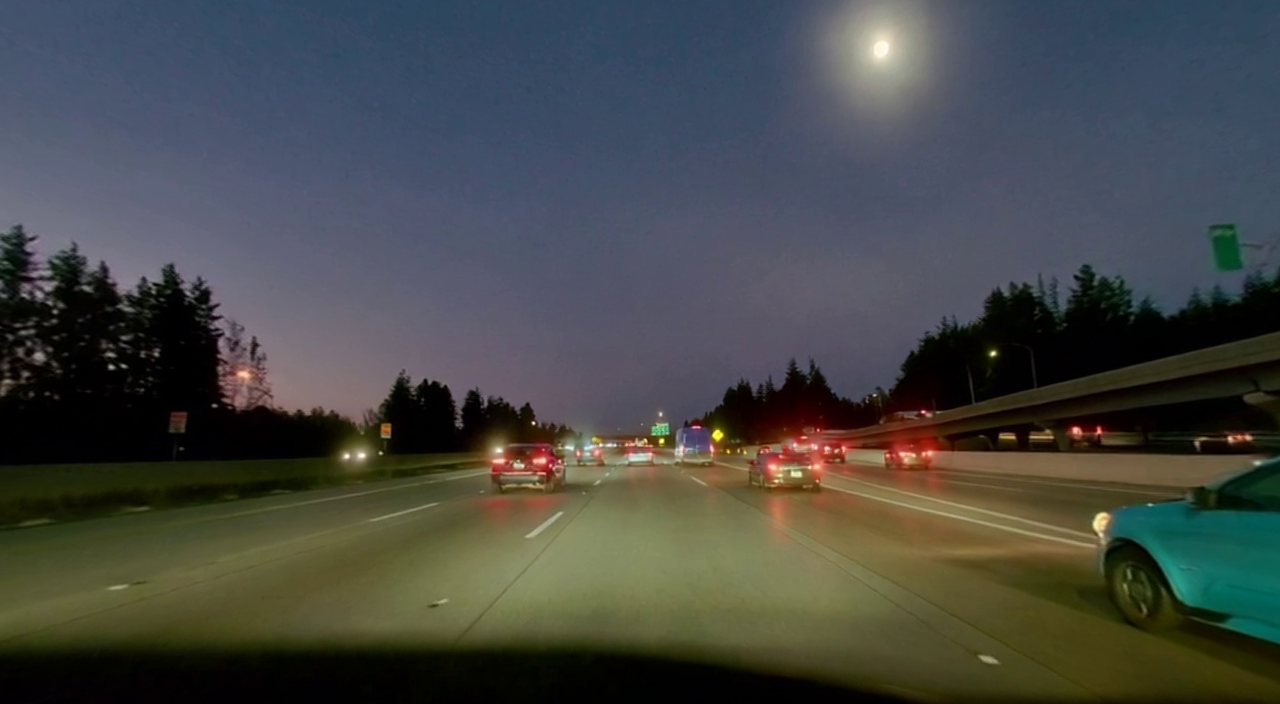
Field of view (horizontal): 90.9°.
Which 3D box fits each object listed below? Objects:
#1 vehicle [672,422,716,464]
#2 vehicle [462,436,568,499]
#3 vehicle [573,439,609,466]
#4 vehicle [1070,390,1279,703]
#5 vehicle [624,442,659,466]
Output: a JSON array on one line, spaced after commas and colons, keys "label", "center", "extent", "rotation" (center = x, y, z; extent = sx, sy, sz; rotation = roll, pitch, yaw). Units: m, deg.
[{"label": "vehicle", "center": [3.809, 6.620, 45.809], "extent": [2.436, 2.745, 6.607], "rotation": [0, -8, -1]}, {"label": "vehicle", "center": [-3.375, 3.210, 17.888], "extent": [2.137, 1.562, 3.926], "rotation": [0, -8, 1]}, {"label": "vehicle", "center": [-3.309, 6.860, 43.296], "extent": [2.078, 1.706, 4.298], "rotation": [0, -8, 1]}, {"label": "vehicle", "center": [3.886, 0.806, 1.829], "extent": [2.085, 1.558, 4.466], "rotation": [0, -8, 0]}, {"label": "vehicle", "center": [0.064, 6.641, 41.213], "extent": [2.174, 1.467, 4.005], "rotation": [0, -8, 0]}]
